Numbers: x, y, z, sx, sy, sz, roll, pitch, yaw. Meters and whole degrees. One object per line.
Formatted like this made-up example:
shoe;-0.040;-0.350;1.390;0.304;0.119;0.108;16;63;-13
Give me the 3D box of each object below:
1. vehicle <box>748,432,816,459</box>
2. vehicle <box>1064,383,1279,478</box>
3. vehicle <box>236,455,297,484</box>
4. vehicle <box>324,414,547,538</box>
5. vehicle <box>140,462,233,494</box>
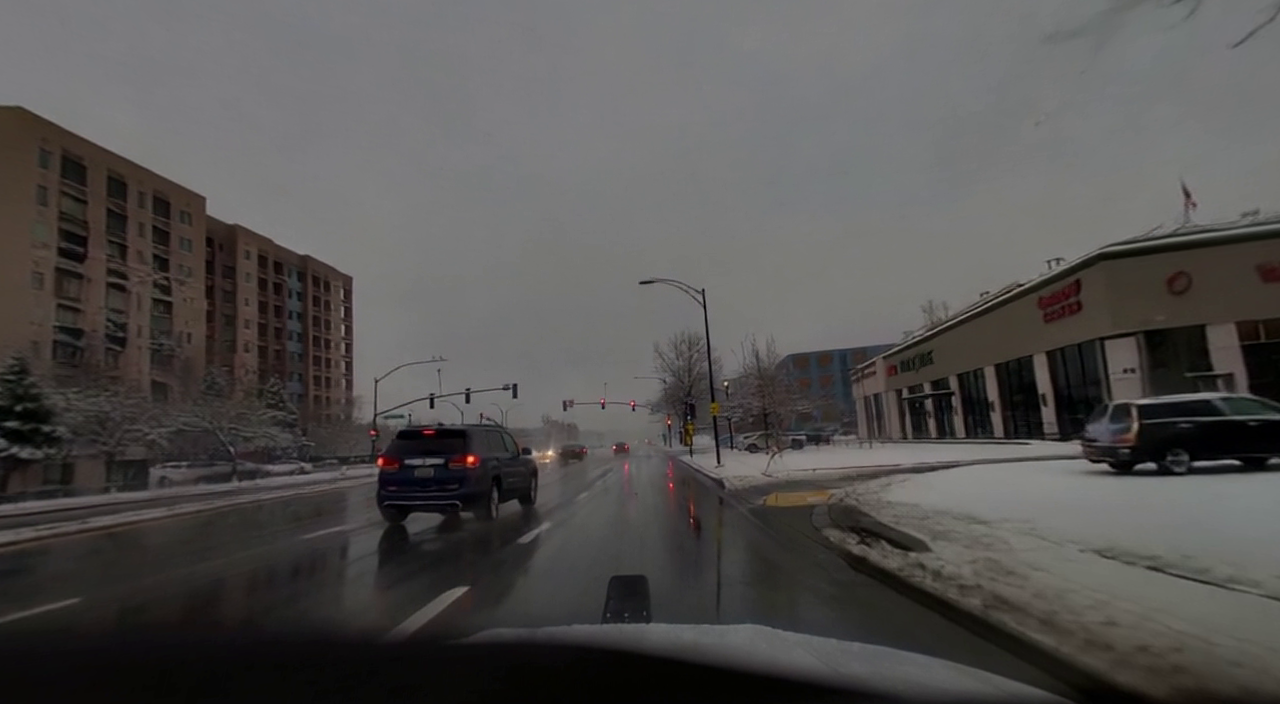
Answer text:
vehicle;9.997;6.657;44.744;4.361;1.550;2.087;2;-13;2
vehicle;10.575;1.408;11.203;4.573;1.532;1.983;0;-9;2
vehicle;-28.474;8.961;48.040;3.755;1.646;1.961;-1;-11;-36
vehicle;-3.274;2.121;11.461;2.277;1.743;4.893;0;-8;2
vehicle;-27.778;7.682;38.660;4.398;1.737;1.950;8;-10;-37
